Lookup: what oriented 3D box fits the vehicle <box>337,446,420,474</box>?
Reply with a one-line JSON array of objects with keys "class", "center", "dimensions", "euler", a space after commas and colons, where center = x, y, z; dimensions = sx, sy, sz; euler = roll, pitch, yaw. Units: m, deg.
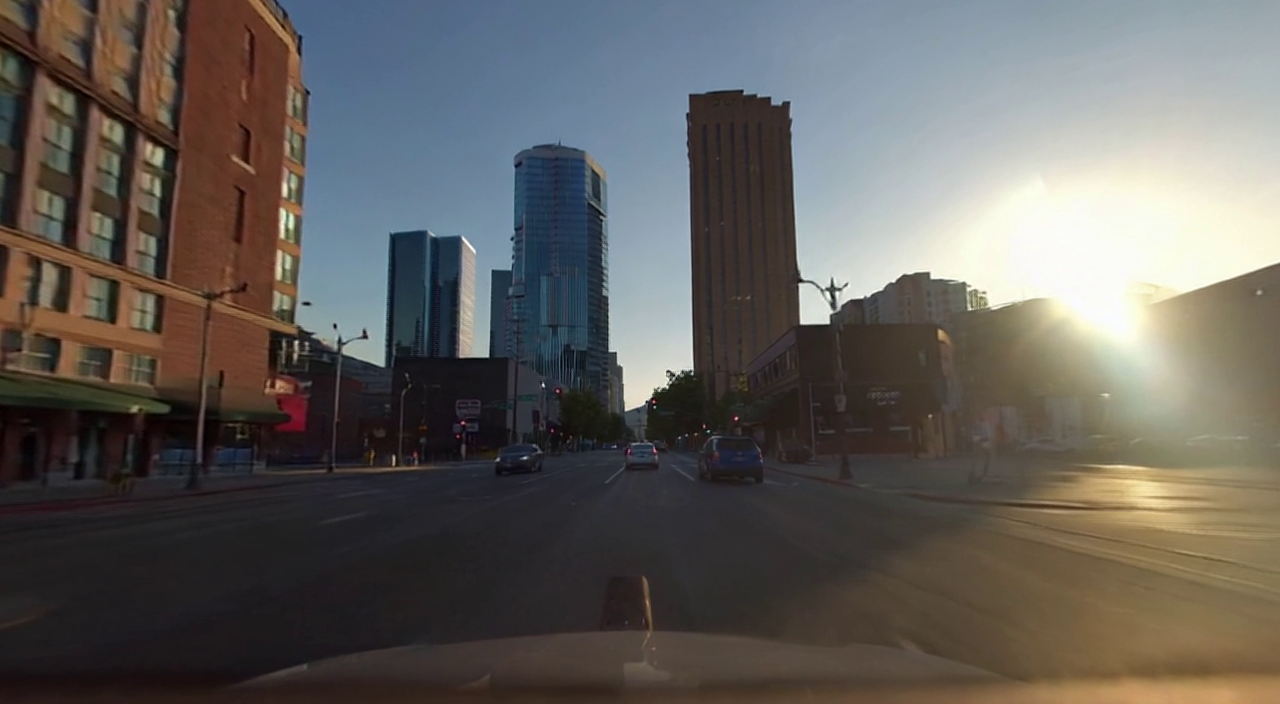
[{"class": "vehicle", "center": [-19.736, 8.142, 47.668], "dimensions": [5.223, 2.060, 2.247], "euler": [0, -8, 1]}]

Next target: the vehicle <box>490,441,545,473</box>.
[{"class": "vehicle", "center": [-6.868, 5.934, 35.778], "dimensions": [2.200, 1.666, 4.126], "euler": [0, -9, 1]}]

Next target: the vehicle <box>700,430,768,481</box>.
[{"class": "vehicle", "center": [3.859, 4.382, 26.802], "dimensions": [2.159, 1.938, 4.836], "euler": [0, -9, 0]}]

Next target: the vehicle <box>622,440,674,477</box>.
[{"class": "vehicle", "center": [0.370, 4.954, 29.561], "dimensions": [2.245, 1.587, 4.094], "euler": [0, -9, 1]}]
